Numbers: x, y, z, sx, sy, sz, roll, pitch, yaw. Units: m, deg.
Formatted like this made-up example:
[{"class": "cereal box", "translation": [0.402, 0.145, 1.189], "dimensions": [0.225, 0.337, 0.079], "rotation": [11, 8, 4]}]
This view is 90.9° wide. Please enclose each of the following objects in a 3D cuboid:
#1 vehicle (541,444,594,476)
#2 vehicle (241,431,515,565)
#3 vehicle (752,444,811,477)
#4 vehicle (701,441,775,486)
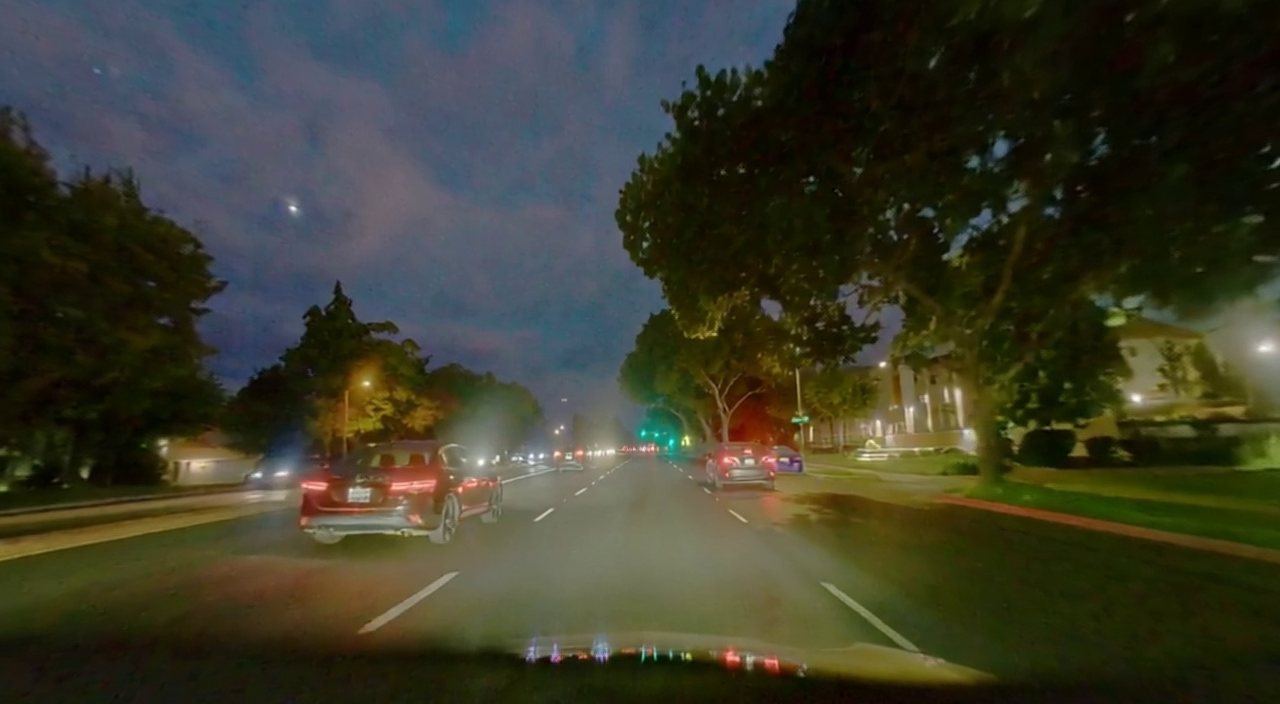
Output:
[{"class": "vehicle", "translation": [-3.536, 5.367, 31.612], "dimensions": [1.988, 1.497, 4.404], "rotation": [0, -9, 2]}, {"class": "vehicle", "translation": [-3.376, 1.972, 9.299], "dimensions": [2.053, 1.480, 4.381], "rotation": [0, -9, 2]}, {"class": "vehicle", "translation": [6.745, 5.214, 30.484], "dimensions": [1.912, 1.433, 4.265], "rotation": [0, -9, 0]}, {"class": "vehicle", "translation": [3.505, 4.103, 23.496], "dimensions": [2.010, 1.486, 4.498], "rotation": [0, -9, 0]}]
